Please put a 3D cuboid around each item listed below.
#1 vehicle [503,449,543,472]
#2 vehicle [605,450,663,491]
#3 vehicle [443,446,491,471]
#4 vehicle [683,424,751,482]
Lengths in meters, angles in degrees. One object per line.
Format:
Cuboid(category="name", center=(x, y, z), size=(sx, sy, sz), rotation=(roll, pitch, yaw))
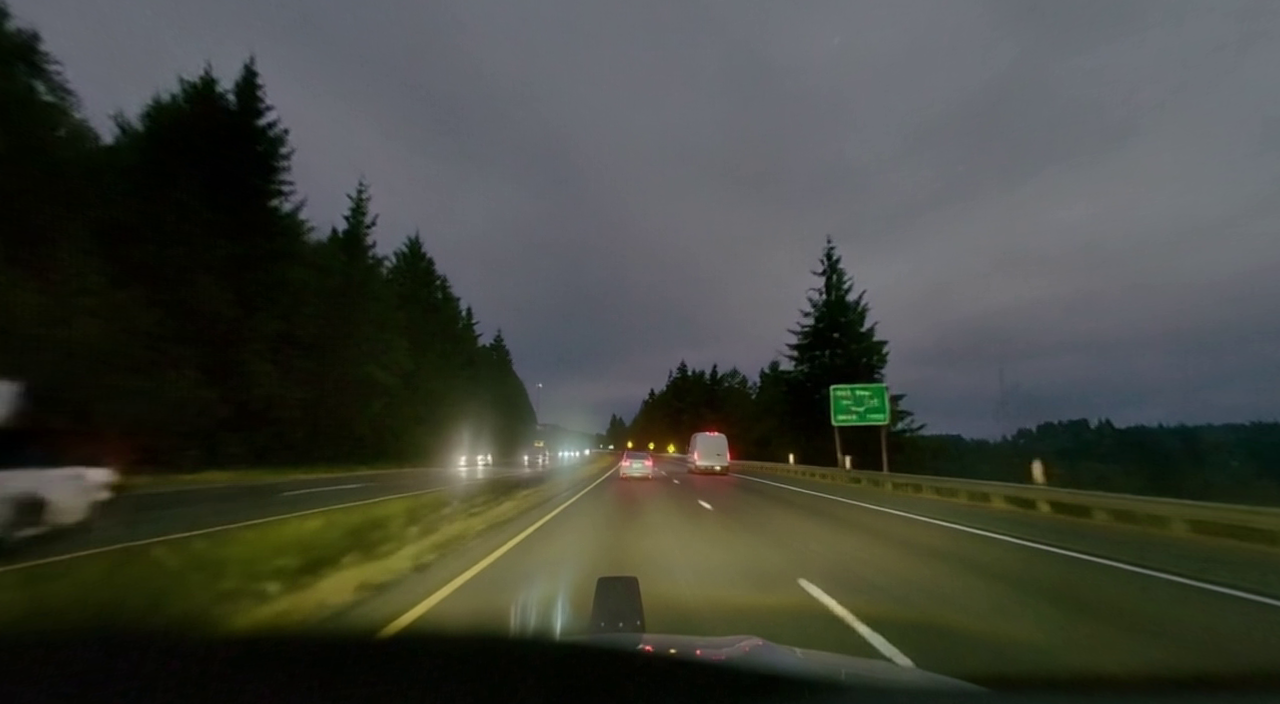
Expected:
Cuboid(category="vehicle", center=(-7.897, 7.337, 42.921), size=(1.952, 1.449, 4.276), rotation=(0, -9, 0))
Cuboid(category="vehicle", center=(-0.223, 4.466, 24.038), size=(2.037, 1.417, 3.885), rotation=(0, -9, -1))
Cuboid(category="vehicle", center=(-11.834, 7.308, 43.357), size=(2.083, 1.616, 4.311), rotation=(0, -9, 0))
Cuboid(category="vehicle", center=(3.786, 5.148, 32.237), size=(2.513, 2.633, 5.930), rotation=(0, -9, -2))
